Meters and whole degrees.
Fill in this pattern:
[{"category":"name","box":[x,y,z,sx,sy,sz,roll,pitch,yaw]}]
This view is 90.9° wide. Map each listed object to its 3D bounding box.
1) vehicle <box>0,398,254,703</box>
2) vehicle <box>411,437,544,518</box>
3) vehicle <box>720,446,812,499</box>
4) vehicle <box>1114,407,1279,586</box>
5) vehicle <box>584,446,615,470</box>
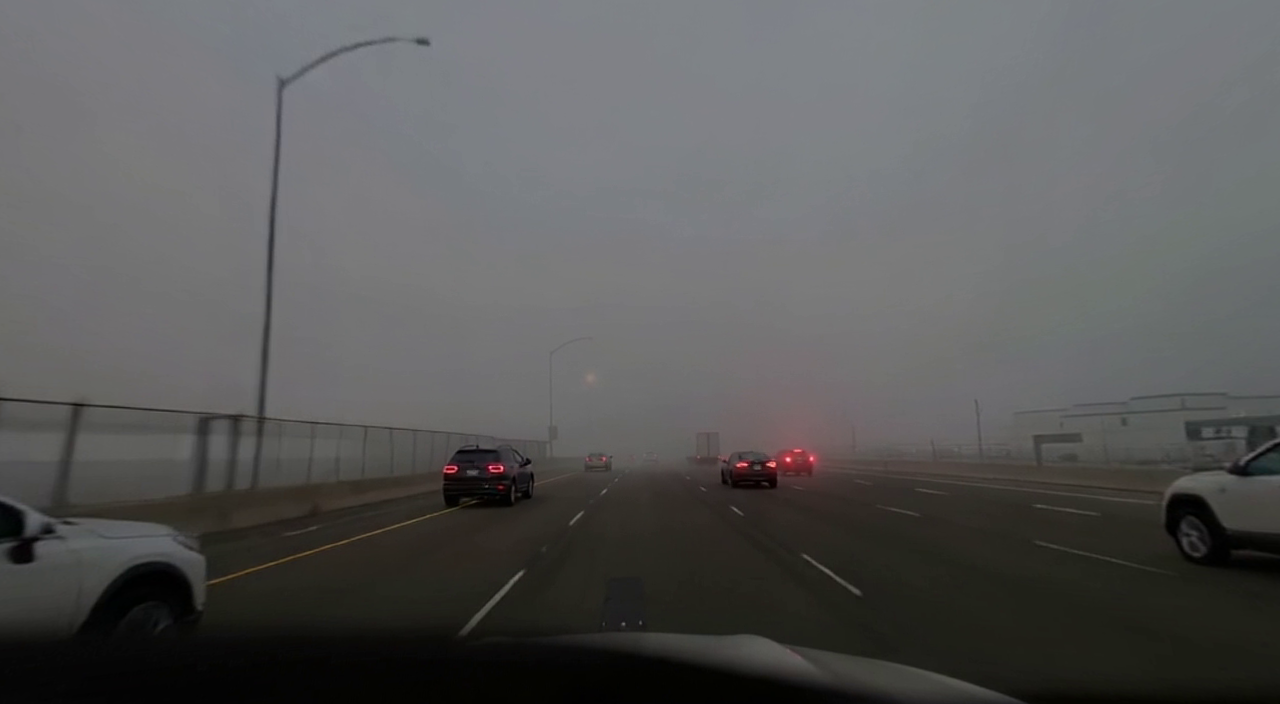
[{"category":"vehicle","box":[-3.780,0.881,1.942,2.067,1.555,4.851,0,-8,1]},{"category":"vehicle","box":[-3.713,2.931,15.284,2.036,1.669,4.112,-1,-8,1]},{"category":"vehicle","box":[3.830,3.736,19.999,1.942,1.453,4.329,0,-8,-1]},{"category":"vehicle","box":[7.368,1.349,5.747,2.145,1.743,5.058,0,-8,0]},{"category":"vehicle","box":[-3.166,8.339,49.952,2.108,1.748,4.514,-1,-8,1]}]
